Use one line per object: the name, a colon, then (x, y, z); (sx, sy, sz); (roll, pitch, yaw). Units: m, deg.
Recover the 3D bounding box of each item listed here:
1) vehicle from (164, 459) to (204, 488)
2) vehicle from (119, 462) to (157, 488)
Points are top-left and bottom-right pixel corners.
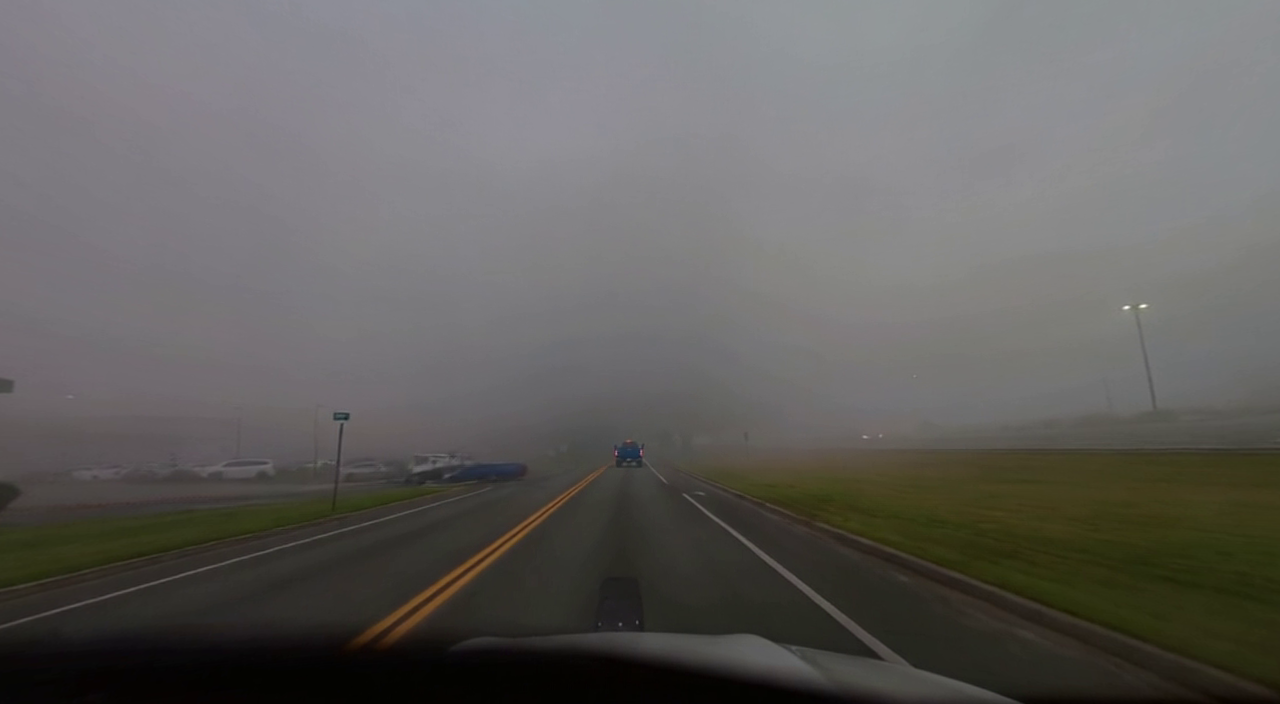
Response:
vehicle: (-34.668, 9.196, 47.955); (2.050, 1.938, 4.789); (7, -11, -38)
vehicle: (-37.900, 9.249, 47.640); (2.047, 1.746, 4.461); (7, -11, -39)
